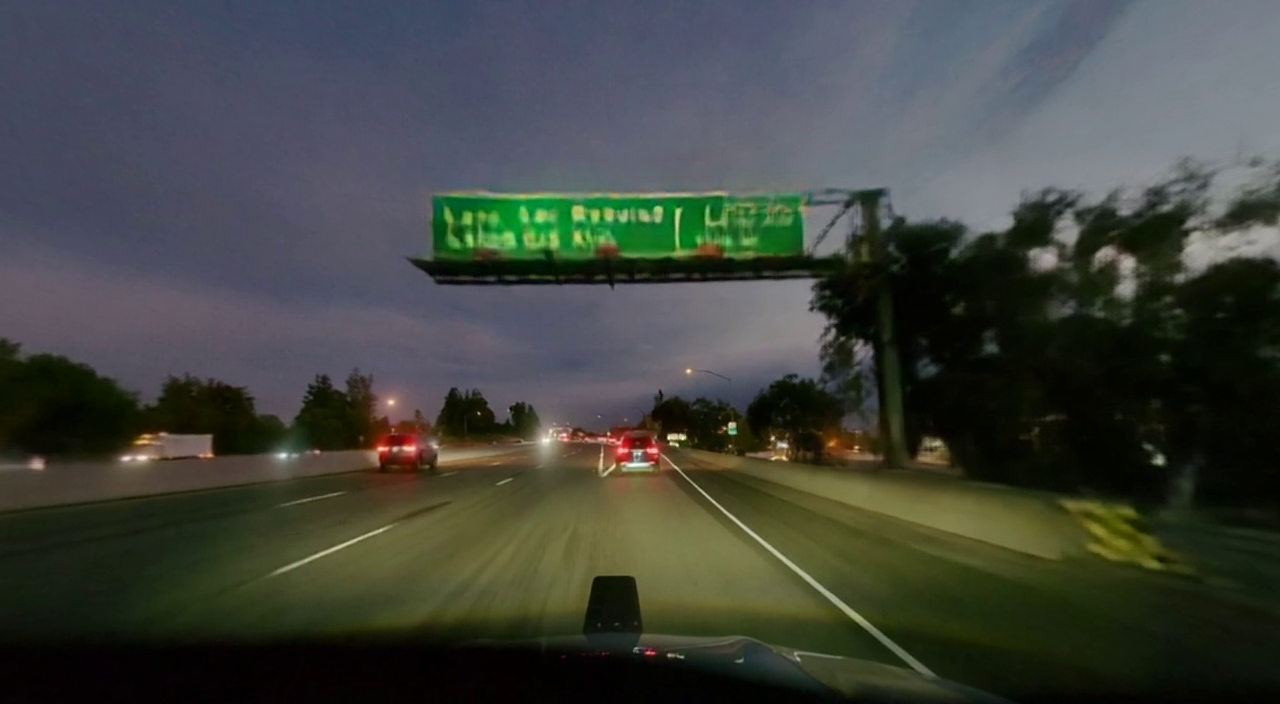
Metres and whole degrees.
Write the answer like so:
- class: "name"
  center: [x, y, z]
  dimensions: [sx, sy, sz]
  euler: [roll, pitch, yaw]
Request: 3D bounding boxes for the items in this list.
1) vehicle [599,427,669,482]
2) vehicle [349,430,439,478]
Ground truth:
- class: "vehicle"
  center: [-0.246, 4.100, 25.544]
  dimensions: [2.497, 1.957, 5.432]
  euler: [0, -9, 0]
- class: "vehicle"
  center: [-11.069, 4.641, 28.921]
  dimensions: [2.289, 1.955, 5.147]
  euler: [0, -9, -3]
